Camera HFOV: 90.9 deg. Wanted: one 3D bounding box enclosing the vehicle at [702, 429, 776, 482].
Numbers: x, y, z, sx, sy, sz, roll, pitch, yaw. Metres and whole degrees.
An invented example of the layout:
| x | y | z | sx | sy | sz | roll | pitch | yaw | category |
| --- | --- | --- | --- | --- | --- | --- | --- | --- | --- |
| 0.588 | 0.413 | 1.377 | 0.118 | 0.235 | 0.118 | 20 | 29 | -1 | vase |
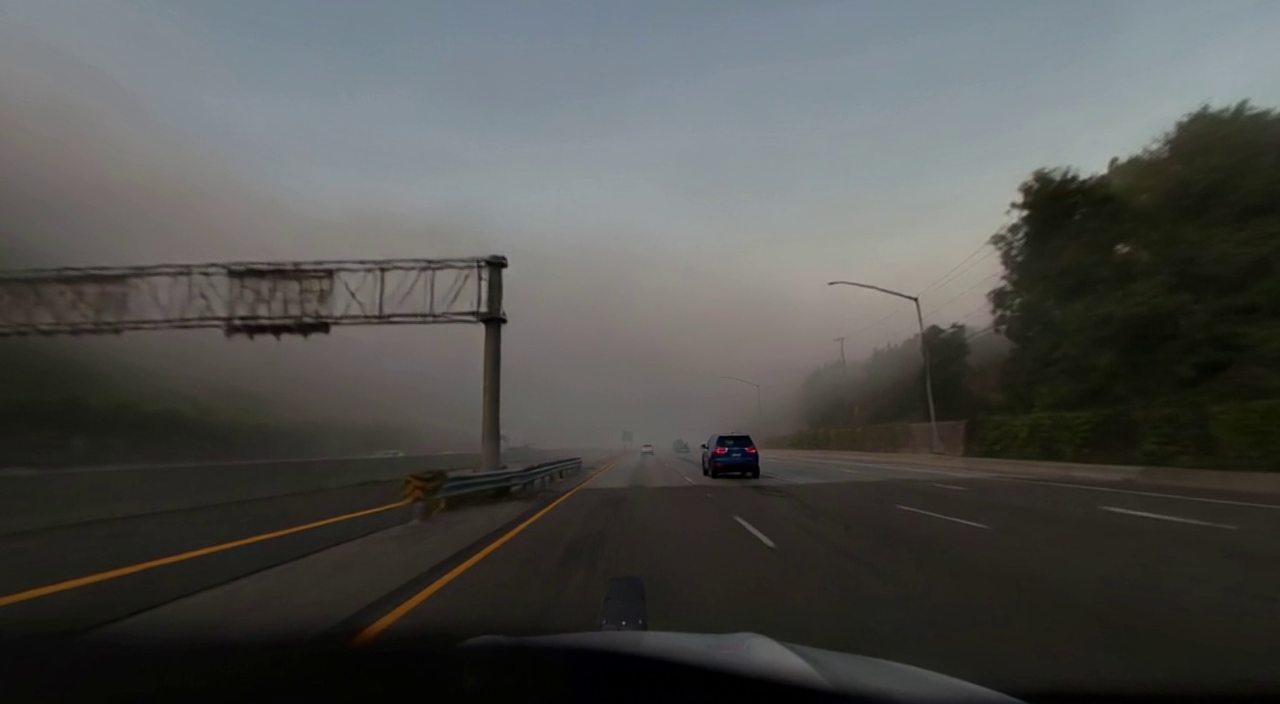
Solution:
| x | y | z | sx | sy | sz | roll | pitch | yaw | category |
| --- | --- | --- | --- | --- | --- | --- | --- | --- | --- |
| 3.731 | 3.985 | 24.562 | 2.120 | 1.832 | 4.287 | 0 | -8 | -1 | vehicle |
